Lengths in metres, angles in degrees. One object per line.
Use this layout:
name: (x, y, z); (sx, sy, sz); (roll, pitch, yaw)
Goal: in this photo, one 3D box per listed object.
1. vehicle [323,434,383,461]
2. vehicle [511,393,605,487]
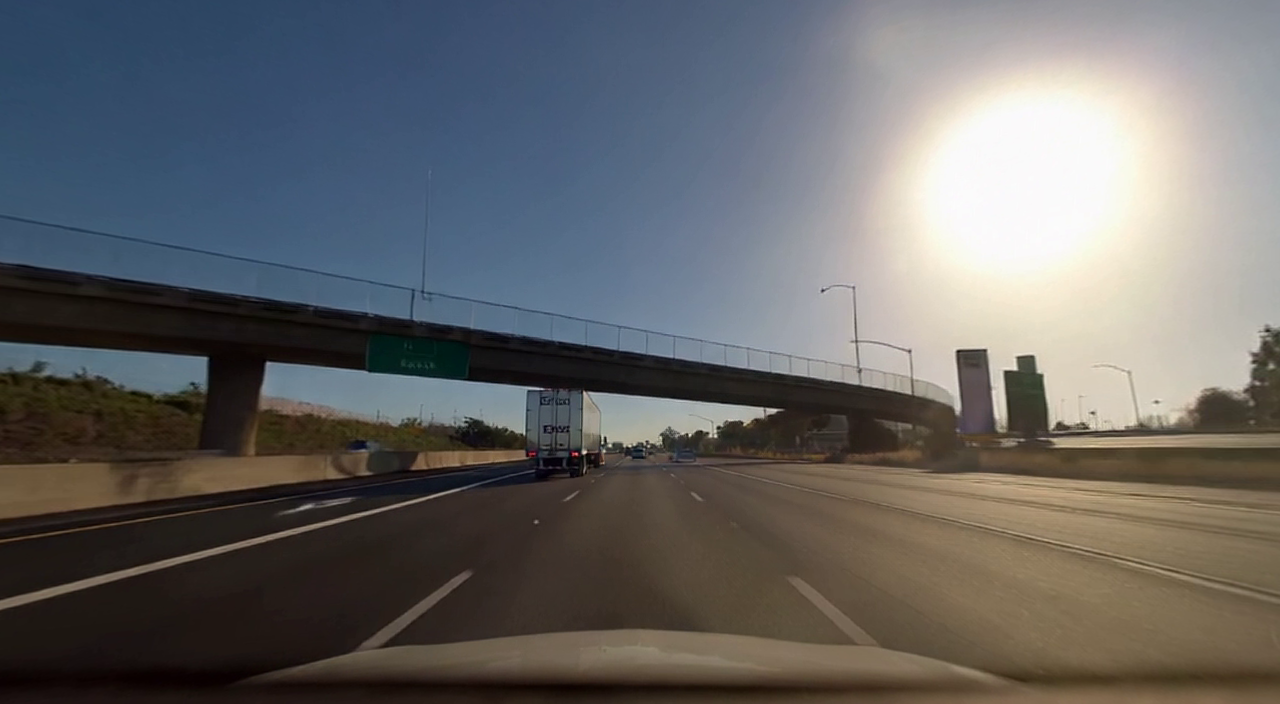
vehicle: (-18.057, 6.067, 39.829); (1.789, 1.594, 4.013); (0, -9, 2)
vehicle: (-3.290, 3.915, 27.704); (2.922, 3.458, 8.360); (0, -9, 1)
